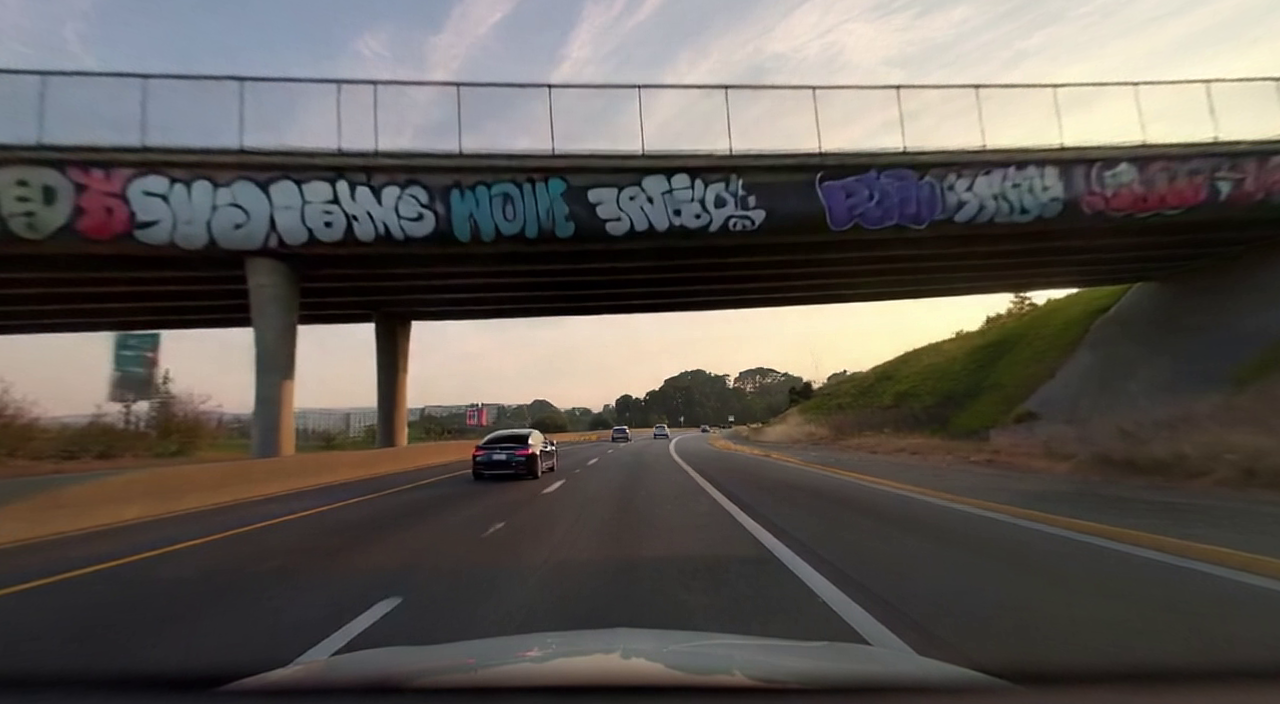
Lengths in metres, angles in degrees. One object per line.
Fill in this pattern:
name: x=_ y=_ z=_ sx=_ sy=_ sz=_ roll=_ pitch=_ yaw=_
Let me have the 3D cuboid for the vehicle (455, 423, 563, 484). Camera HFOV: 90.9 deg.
vehicle: x=-3.645 y=2.927 z=18.537 sx=2.108 sy=1.555 sz=4.574 roll=0 pitch=-8 yaw=1
